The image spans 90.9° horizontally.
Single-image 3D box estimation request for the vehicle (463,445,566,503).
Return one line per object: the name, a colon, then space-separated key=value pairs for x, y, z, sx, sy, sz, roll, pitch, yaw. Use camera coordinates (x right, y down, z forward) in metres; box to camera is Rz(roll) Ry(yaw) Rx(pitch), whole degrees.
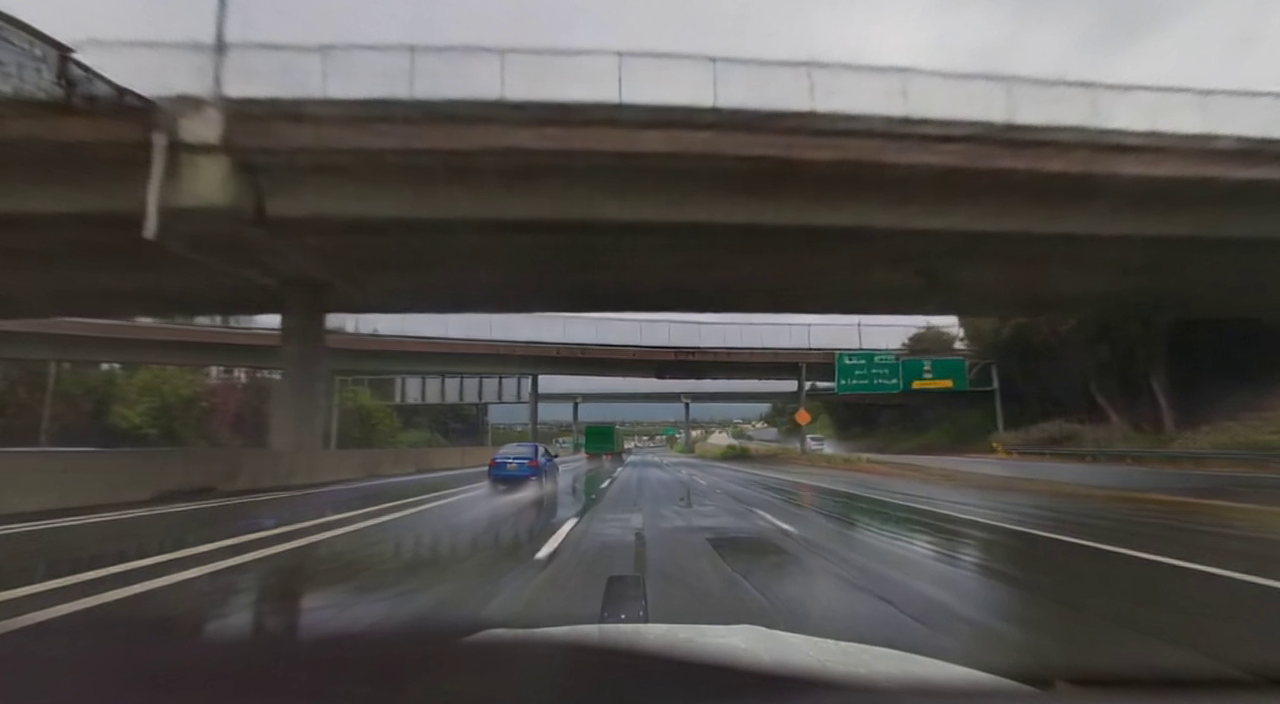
vehicle: x=-3.522 y=3.506 z=18.573 sx=2.039 sy=1.478 sz=4.483 roll=0 pitch=-9 yaw=1
